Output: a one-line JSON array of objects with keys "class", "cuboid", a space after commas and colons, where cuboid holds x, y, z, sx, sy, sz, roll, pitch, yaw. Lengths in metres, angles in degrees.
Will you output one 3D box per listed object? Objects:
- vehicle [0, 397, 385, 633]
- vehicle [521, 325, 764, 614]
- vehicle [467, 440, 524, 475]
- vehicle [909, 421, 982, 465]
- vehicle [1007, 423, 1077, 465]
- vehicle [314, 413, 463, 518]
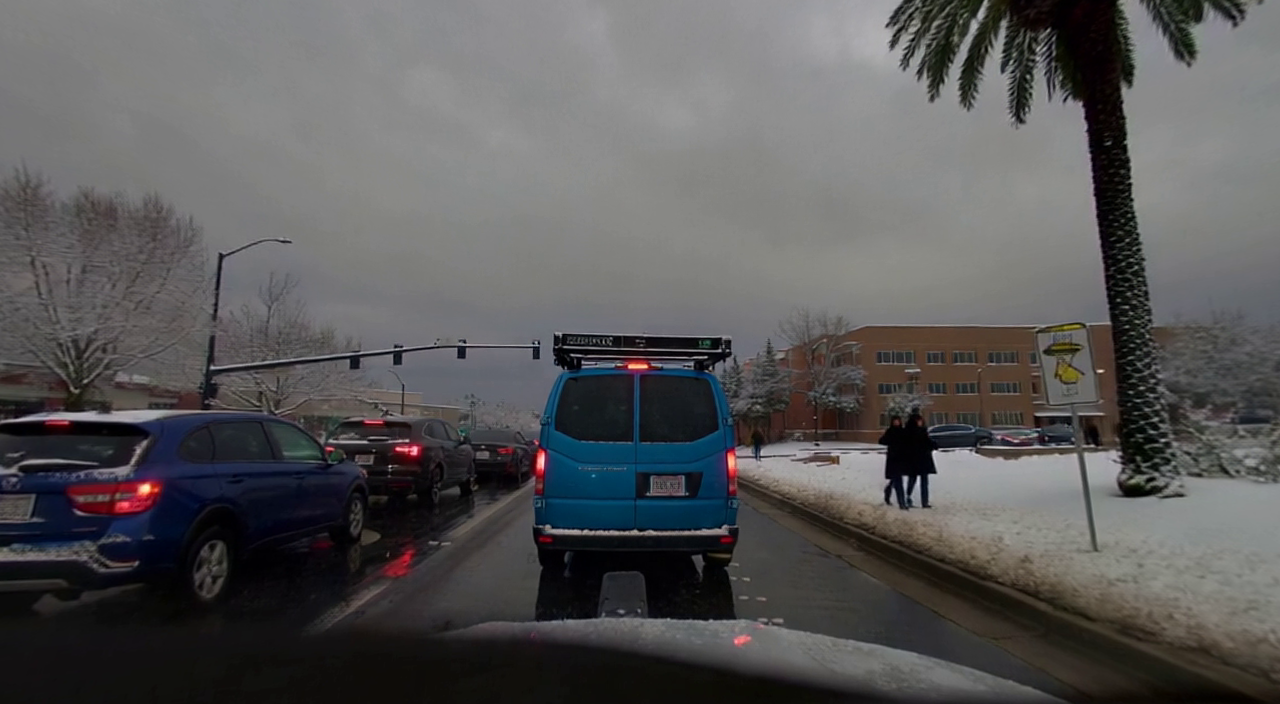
[{"class": "vehicle", "cuboid": [-4.397, 1.469, 6.669, 1.986, 1.643, 4.315, 1, -9, -6]}, {"class": "vehicle", "cuboid": [-0.197, 1.222, 7.175, 1.902, 2.238, 4.263, 1, -9, -6]}, {"class": "vehicle", "cuboid": [-6.833, 4.892, 29.576, 1.818, 1.479, 4.428, 4, -9, -22]}, {"class": "vehicle", "cuboid": [12.652, 3.764, 26.053, 2.046, 1.675, 3.924, -6, -10, 33]}, {"class": "vehicle", "cuboid": [15.790, 3.621, 24.728, 2.048, 1.475, 3.972, -6, -10, 34]}, {"class": "vehicle", "cuboid": [-5.208, 2.412, 13.899, 2.089, 1.854, 5.022, 2, -9, -11]}]
